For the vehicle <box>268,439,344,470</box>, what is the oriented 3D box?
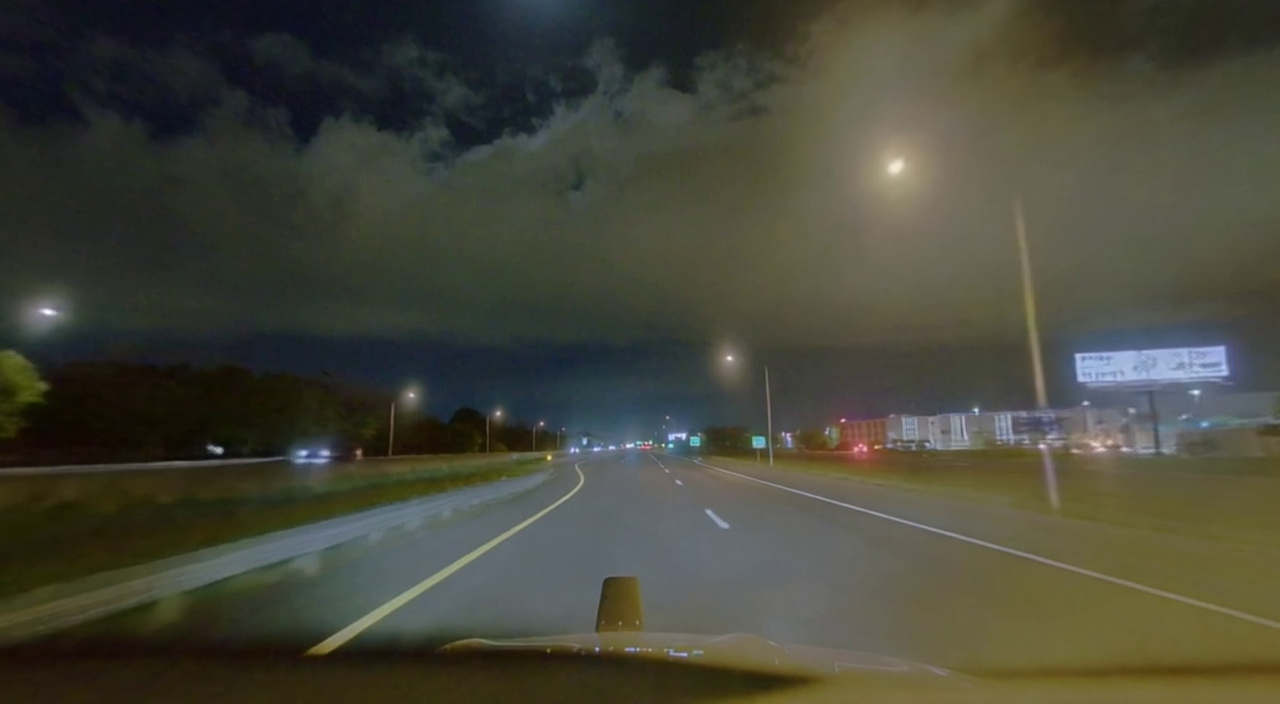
[{"bbox_3d":[-20.601,6.346,39.101,2.017,1.843,4.588,0,-9,2],"label":"vehicle"}]
